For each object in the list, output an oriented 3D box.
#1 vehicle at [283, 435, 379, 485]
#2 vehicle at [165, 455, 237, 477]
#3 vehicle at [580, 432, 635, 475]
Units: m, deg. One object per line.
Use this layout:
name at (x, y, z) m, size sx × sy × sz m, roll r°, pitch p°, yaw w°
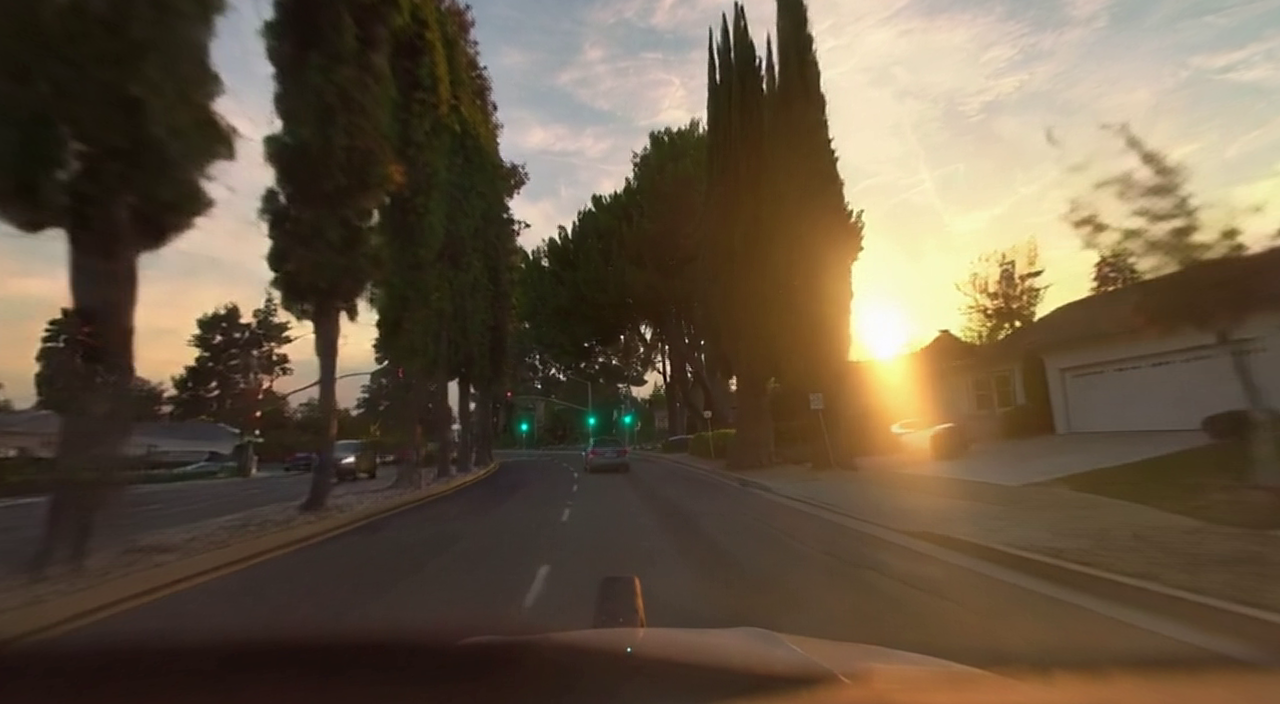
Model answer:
vehicle at (-13.690, 4.800, 28.448) m, size 2.259 × 1.973 × 5.712 m, roll 1°, pitch -9°, yaw -9°
vehicle at (-34.643, 8.965, 49.958) m, size 4.271 × 1.640 × 2.033 m, roll 4°, pitch -9°, yaw -25°
vehicle at (-1.516, 4.476, 27.934) m, size 1.990 × 1.707 × 4.225 m, roll 1°, pitch -9°, yaw -9°
